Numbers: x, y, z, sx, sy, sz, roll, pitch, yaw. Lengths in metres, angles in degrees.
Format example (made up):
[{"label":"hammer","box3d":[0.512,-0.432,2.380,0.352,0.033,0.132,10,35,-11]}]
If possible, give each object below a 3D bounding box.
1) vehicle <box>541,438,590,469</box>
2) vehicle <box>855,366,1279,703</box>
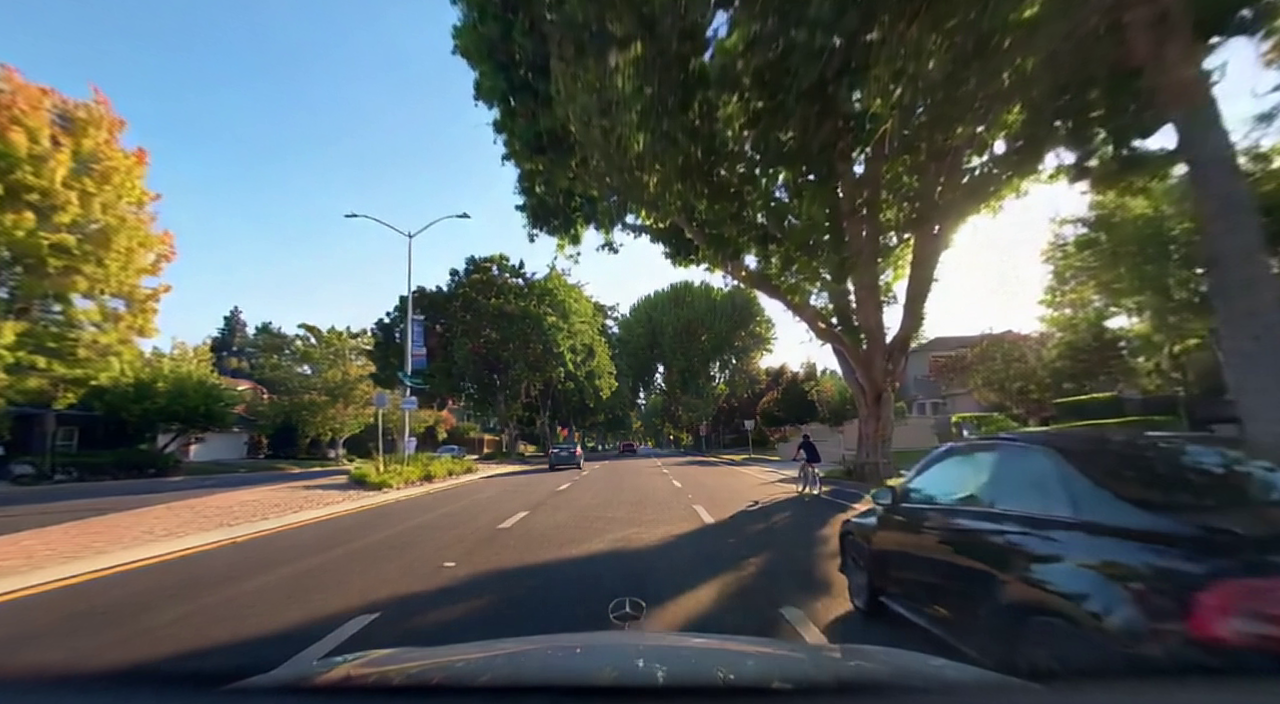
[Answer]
[{"label":"vehicle","box3d":[-3.851,5.312,33.207,2.011,1.480,4.517,0,-8,0]},{"label":"vehicle","box3d":[2.815,0.964,2.898,1.992,1.511,4.464,0,-8,-1]}]
